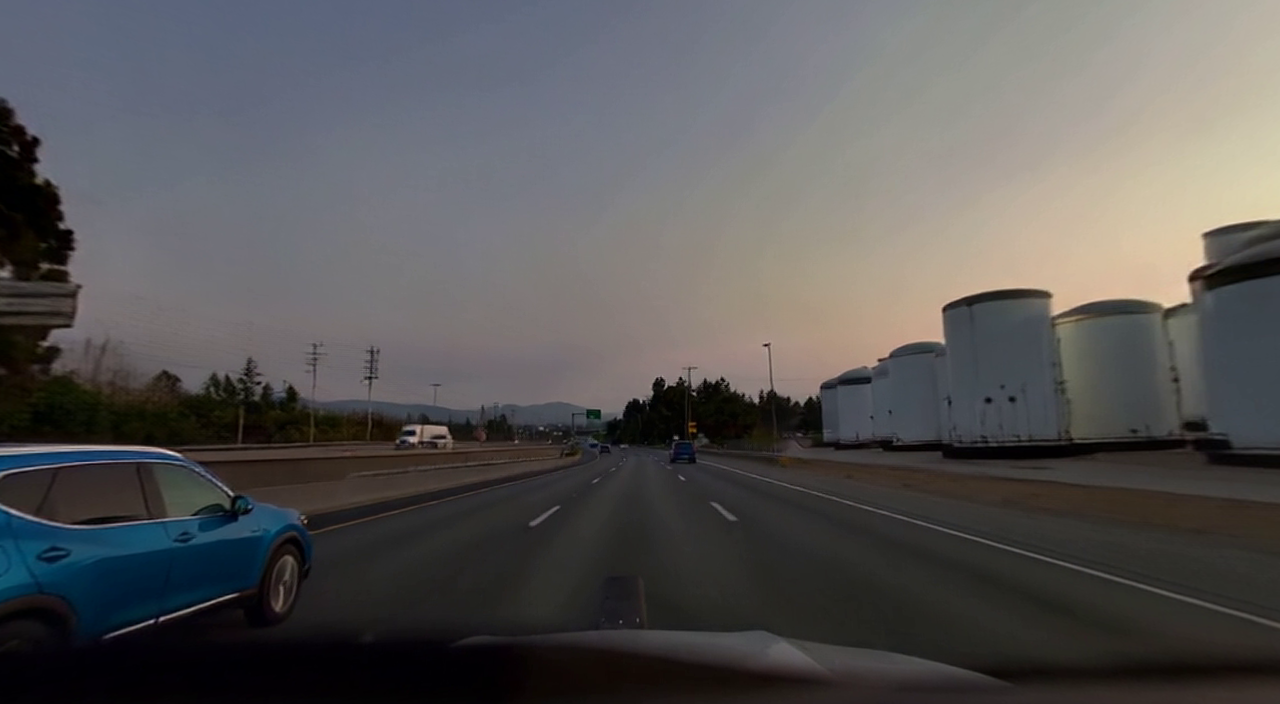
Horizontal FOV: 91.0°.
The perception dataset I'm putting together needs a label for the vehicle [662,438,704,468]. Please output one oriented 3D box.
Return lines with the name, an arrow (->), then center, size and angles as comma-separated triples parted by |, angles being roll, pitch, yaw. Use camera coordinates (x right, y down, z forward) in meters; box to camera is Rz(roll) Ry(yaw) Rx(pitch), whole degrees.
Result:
vehicle -> 2.694, 6.485, 40.651 | 2.296, 1.790, 5.067 | 0, -9, -1
